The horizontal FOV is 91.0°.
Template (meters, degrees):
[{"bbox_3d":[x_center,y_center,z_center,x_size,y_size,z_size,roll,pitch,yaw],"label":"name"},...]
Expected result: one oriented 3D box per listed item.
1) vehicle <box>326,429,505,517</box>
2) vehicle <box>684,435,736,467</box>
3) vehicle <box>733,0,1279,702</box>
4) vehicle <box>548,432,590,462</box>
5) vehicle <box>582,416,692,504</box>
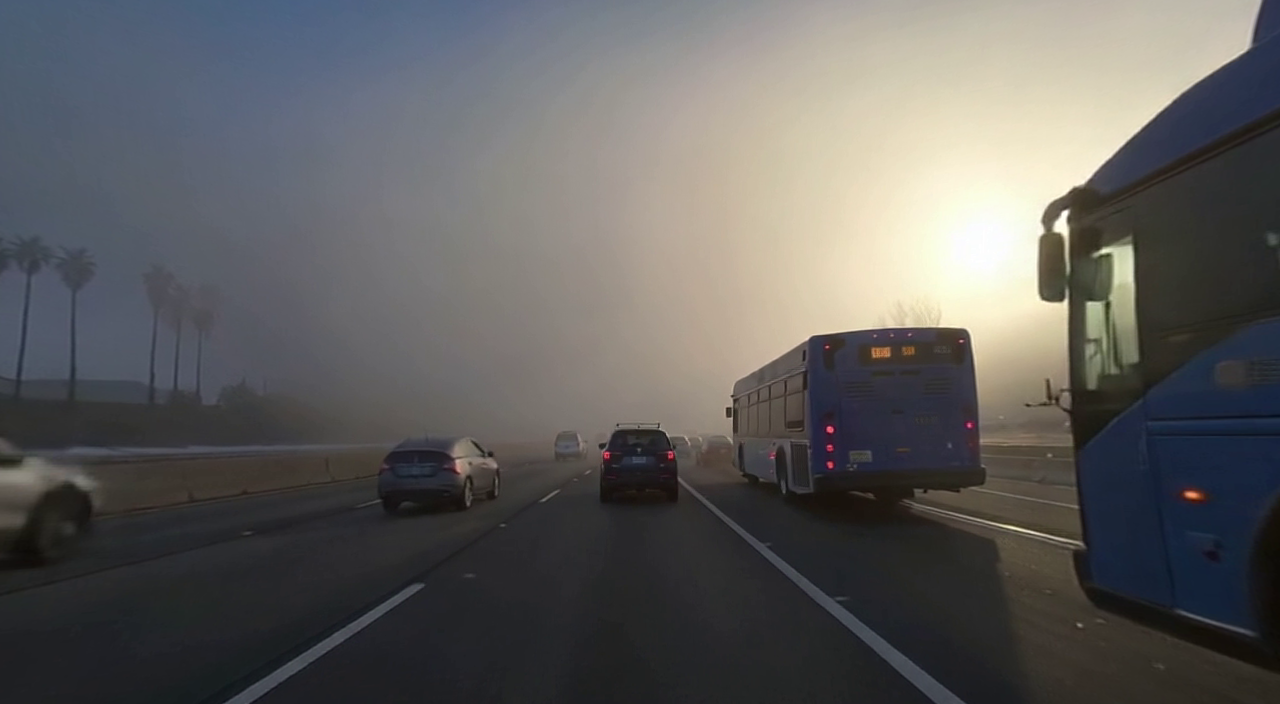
[{"bbox_3d":[-4.464,2.488,13.473,2.040,1.536,4.680,0,-9,1],"label":"vehicle"},{"bbox_3d":[3.491,5.089,32.381,2.039,1.516,4.521,0,-9,-2],"label":"vehicle"},{"bbox_3d":[3.984,0.849,10.169,3.020,3.622,14.302,0,-9,1],"label":"vehicle"},{"bbox_3d":[-4.456,6.052,40.234,2.100,1.765,4.743,0,-9,1],"label":"vehicle"},{"bbox_3d":[-0.021,2.560,15.196,2.268,1.796,4.280,0,-9,1],"label":"vehicle"}]
